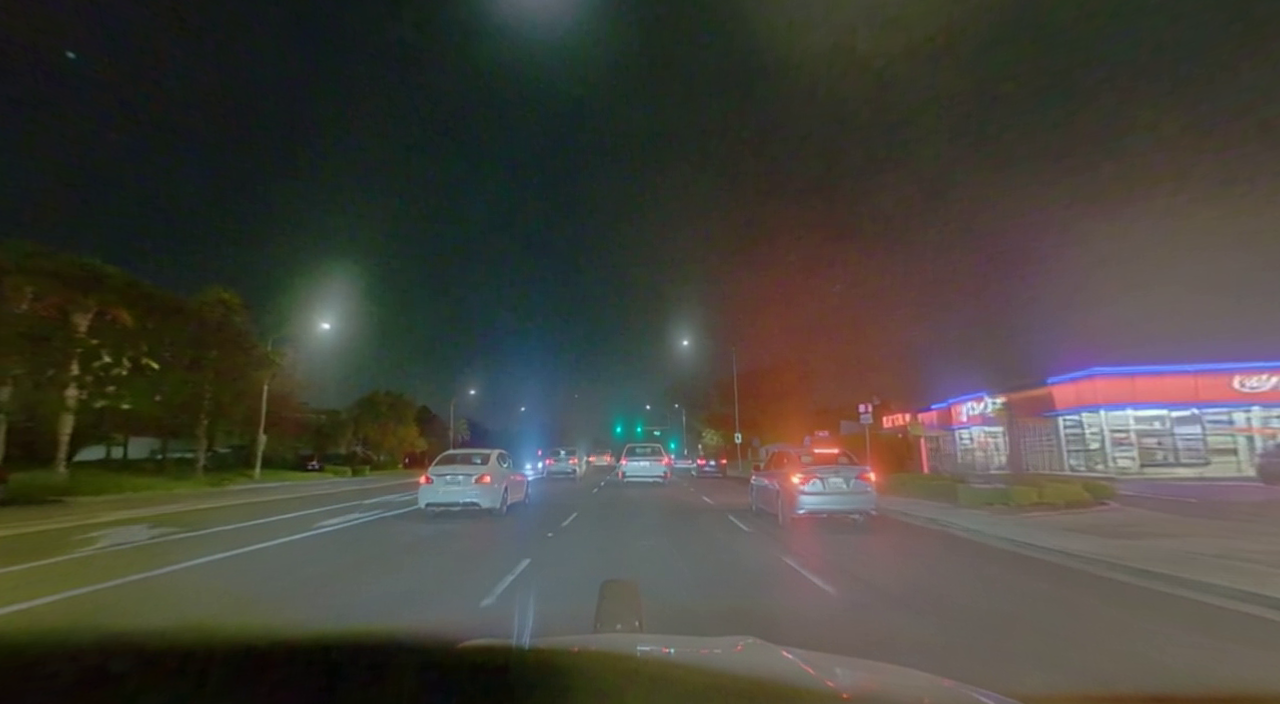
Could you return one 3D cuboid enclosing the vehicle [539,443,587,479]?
[{"bbox_3d":[-3.871,5.546,32.272,1.932,1.695,4.235,0,-9,0],"label":"vehicle"}]

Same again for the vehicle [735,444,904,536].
[{"bbox_3d":[3.313,2.630,12.723,1.977,1.480,4.589,0,-9,-1],"label":"vehicle"}]

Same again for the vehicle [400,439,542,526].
[{"bbox_3d":[-3.303,2.626,13.247,1.864,1.505,4.202,0,-9,-1],"label":"vehicle"}]

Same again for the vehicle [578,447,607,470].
[{"bbox_3d":[-3.536,8.008,47.601,1.871,1.673,3.920,0,-9,1],"label":"vehicle"}]

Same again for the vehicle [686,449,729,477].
[{"bbox_3d":[3.735,6.236,35.560,1.880,1.476,3.932,0,-9,-1],"label":"vehicle"}]

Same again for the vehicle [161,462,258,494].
[{"bbox_3d":[-22.447,6.544,33.102,1.827,1.441,4.660,0,-9,0],"label":"vehicle"}]

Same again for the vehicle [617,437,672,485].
[{"bbox_3d":[0.122,4.660,27.089,2.164,1.867,4.254,0,-9,-1],"label":"vehicle"}]
